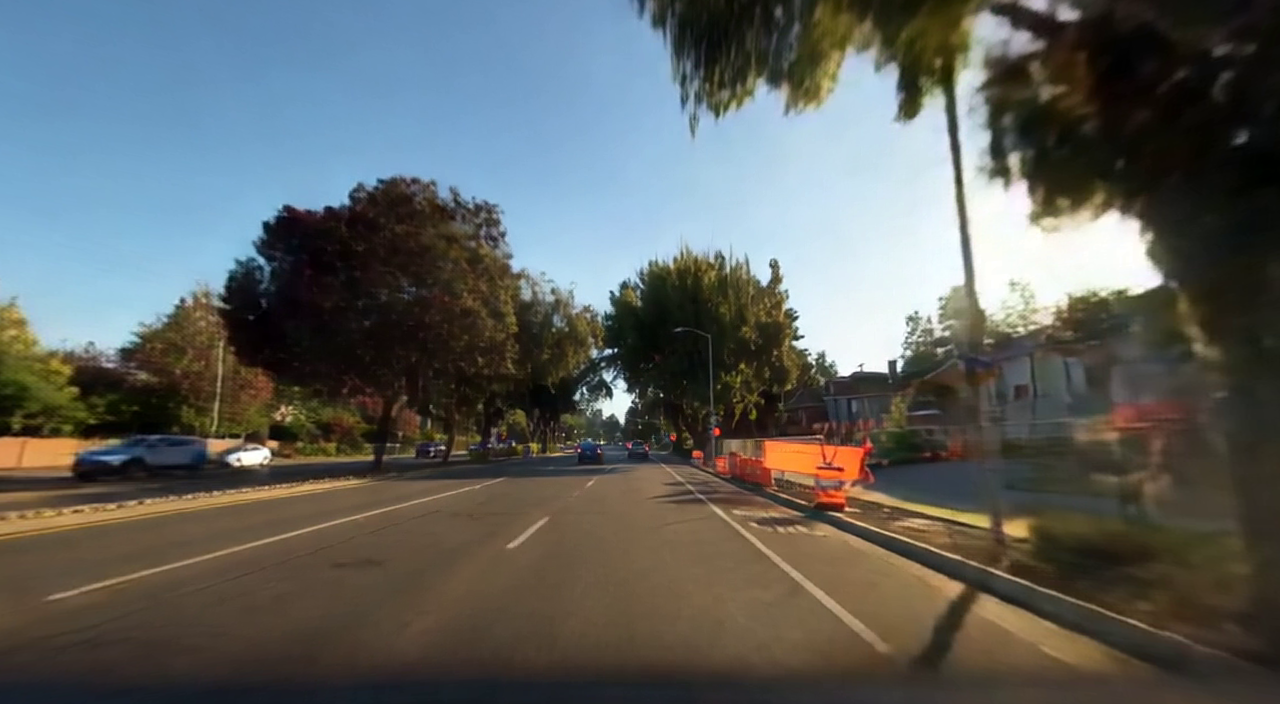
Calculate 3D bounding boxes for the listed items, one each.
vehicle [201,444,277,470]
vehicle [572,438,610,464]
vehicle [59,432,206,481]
[{"bbox_3d":[-24.746,6.489,39.058,1.834,1.502,4.346,0,-9,0],"label":"vehicle"},{"bbox_3d":[-3.317,6.873,43.689,2.198,1.663,4.519,0,-8,1],"label":"vehicle"},{"bbox_3d":[-20.791,4.286,26.152,2.046,1.823,4.753,0,-9,1],"label":"vehicle"}]
